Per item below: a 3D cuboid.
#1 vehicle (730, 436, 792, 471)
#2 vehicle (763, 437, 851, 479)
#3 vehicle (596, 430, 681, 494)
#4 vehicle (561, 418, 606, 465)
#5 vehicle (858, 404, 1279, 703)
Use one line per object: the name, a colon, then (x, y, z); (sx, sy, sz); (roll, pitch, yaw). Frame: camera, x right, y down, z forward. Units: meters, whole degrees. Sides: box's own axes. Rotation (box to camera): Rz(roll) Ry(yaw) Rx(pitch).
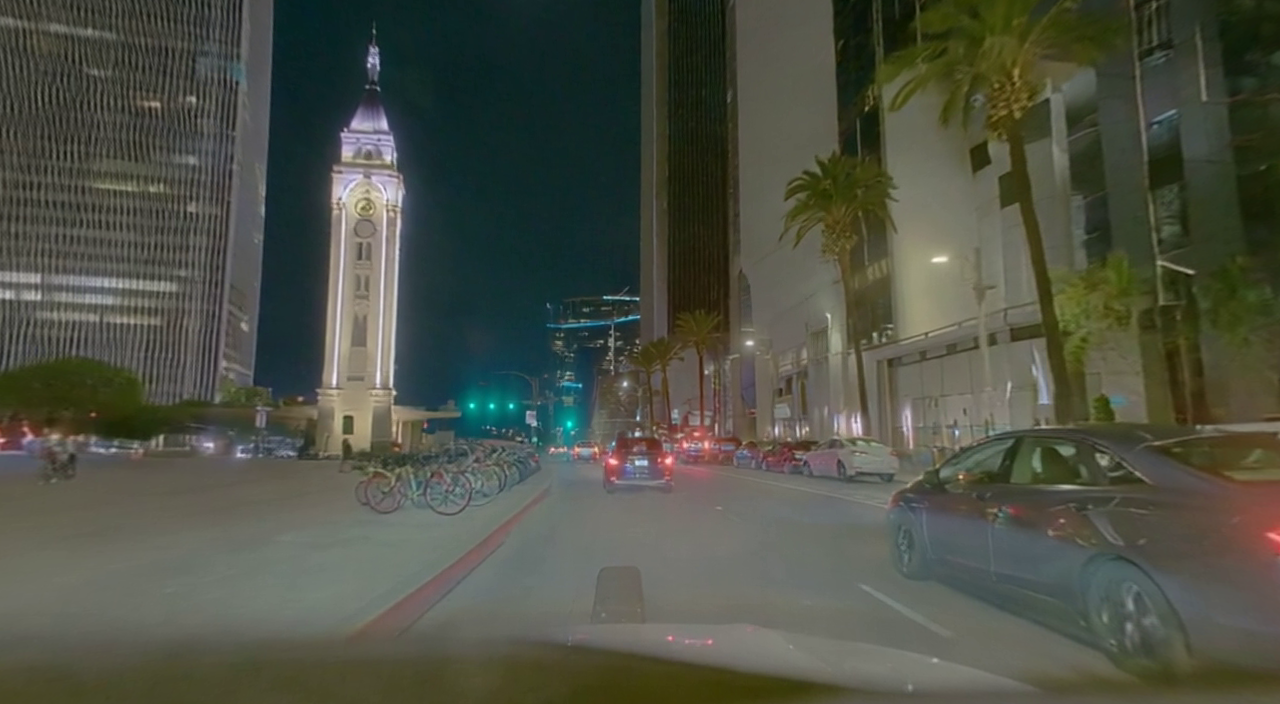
vehicle: (6.270, 5.346, 33.326); (1.860, 1.684, 4.211); (1, -9, -9)
vehicle: (6.986, 4.488, 27.006); (2.067, 1.641, 4.569); (1, -9, -6)
vehicle: (-0.162, 3.109, 18.066); (2.111, 1.605, 3.832); (1, -9, -5)
vehicle: (-3.833, 6.000, 42.190); (2.400, 2.872, 6.053); (2, -9, -10)
vehicle: (3.740, 1.329, 5.021); (2.116, 1.500, 4.702); (0, -9, -3)
